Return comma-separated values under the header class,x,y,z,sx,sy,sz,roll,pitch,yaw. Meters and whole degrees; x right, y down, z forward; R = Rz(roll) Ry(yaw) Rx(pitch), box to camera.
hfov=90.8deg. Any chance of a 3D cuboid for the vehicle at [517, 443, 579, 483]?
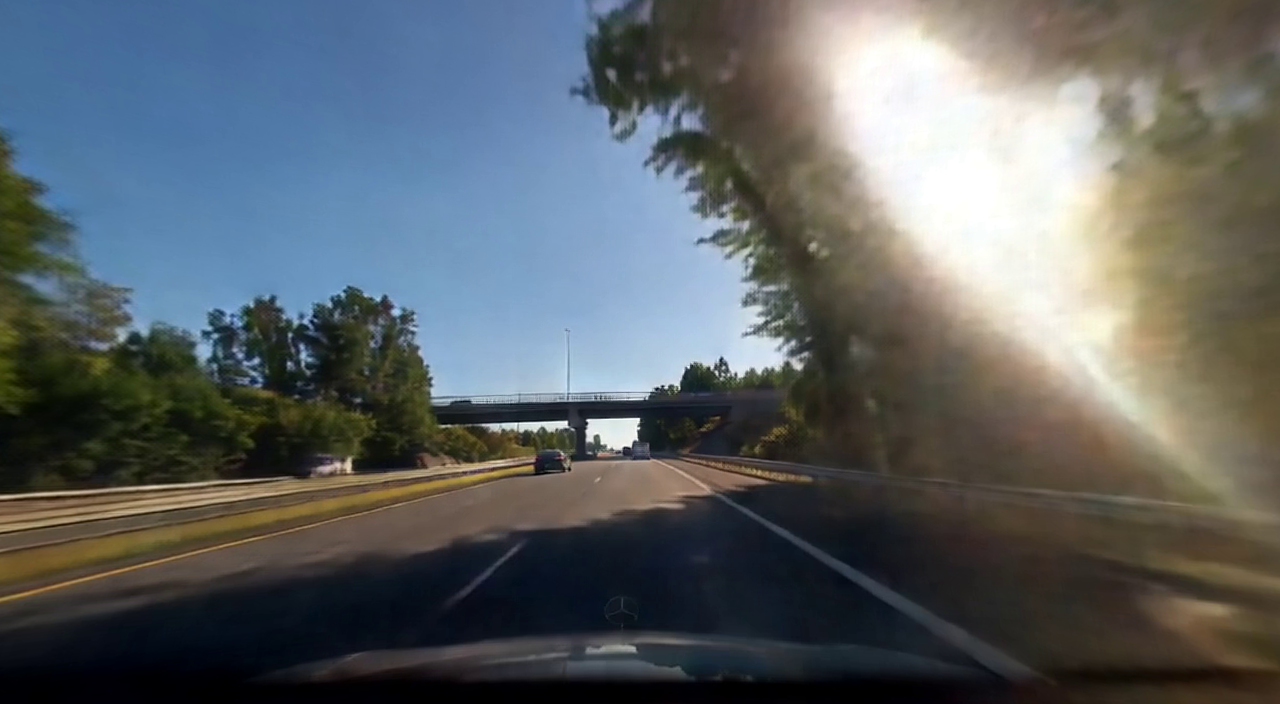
class,x,y,z,sx,sy,sz,roll,pitch,yaw
vehicle,-4.036,4.936,28.461,2.076,1.637,4.526,0,-9,0
